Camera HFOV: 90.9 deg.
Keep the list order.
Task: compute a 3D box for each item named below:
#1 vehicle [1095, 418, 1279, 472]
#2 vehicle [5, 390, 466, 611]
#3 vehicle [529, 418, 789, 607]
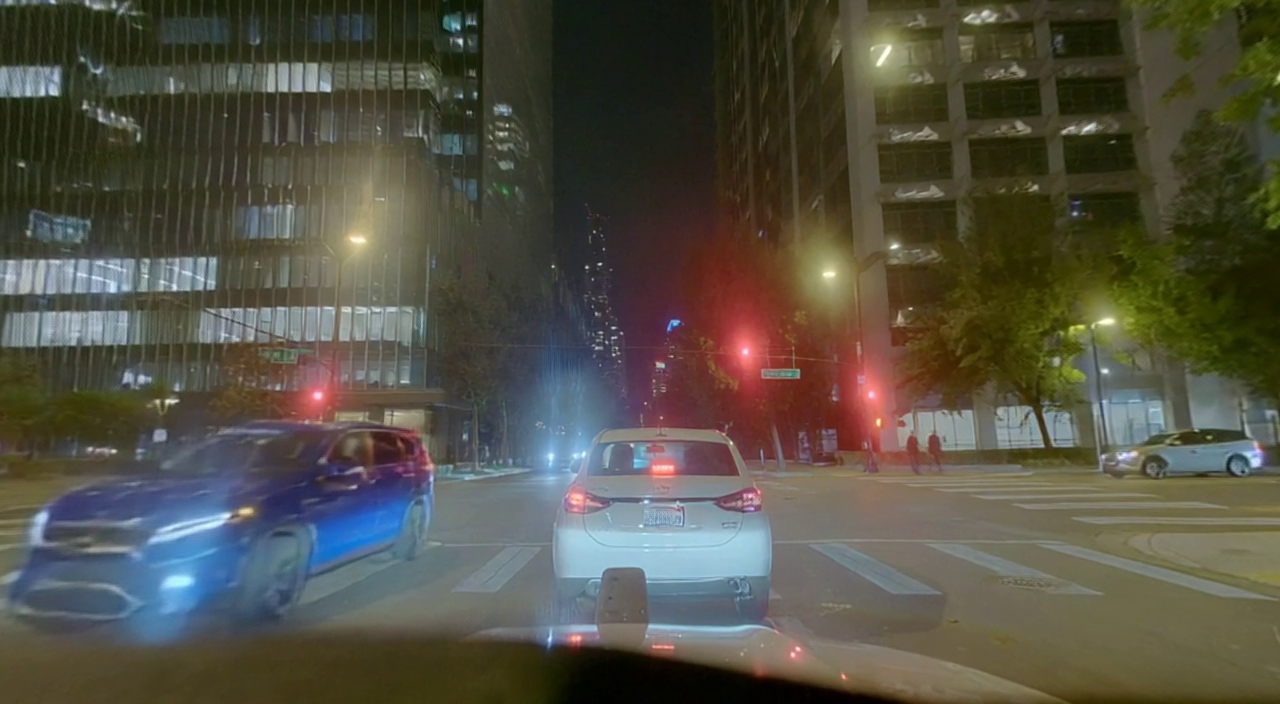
[{"bbox_3d":[19.145,3.267,22.214,4.675,1.772,1.945,0,-8,-1],"label":"vehicle"},{"bbox_3d":[-4.329,1.708,8.359,2.317,1.924,5.518,0,-8,2],"label":"vehicle"},{"bbox_3d":[-0.133,1.647,7.476,1.893,1.532,4.145,2,-9,-15],"label":"vehicle"}]
